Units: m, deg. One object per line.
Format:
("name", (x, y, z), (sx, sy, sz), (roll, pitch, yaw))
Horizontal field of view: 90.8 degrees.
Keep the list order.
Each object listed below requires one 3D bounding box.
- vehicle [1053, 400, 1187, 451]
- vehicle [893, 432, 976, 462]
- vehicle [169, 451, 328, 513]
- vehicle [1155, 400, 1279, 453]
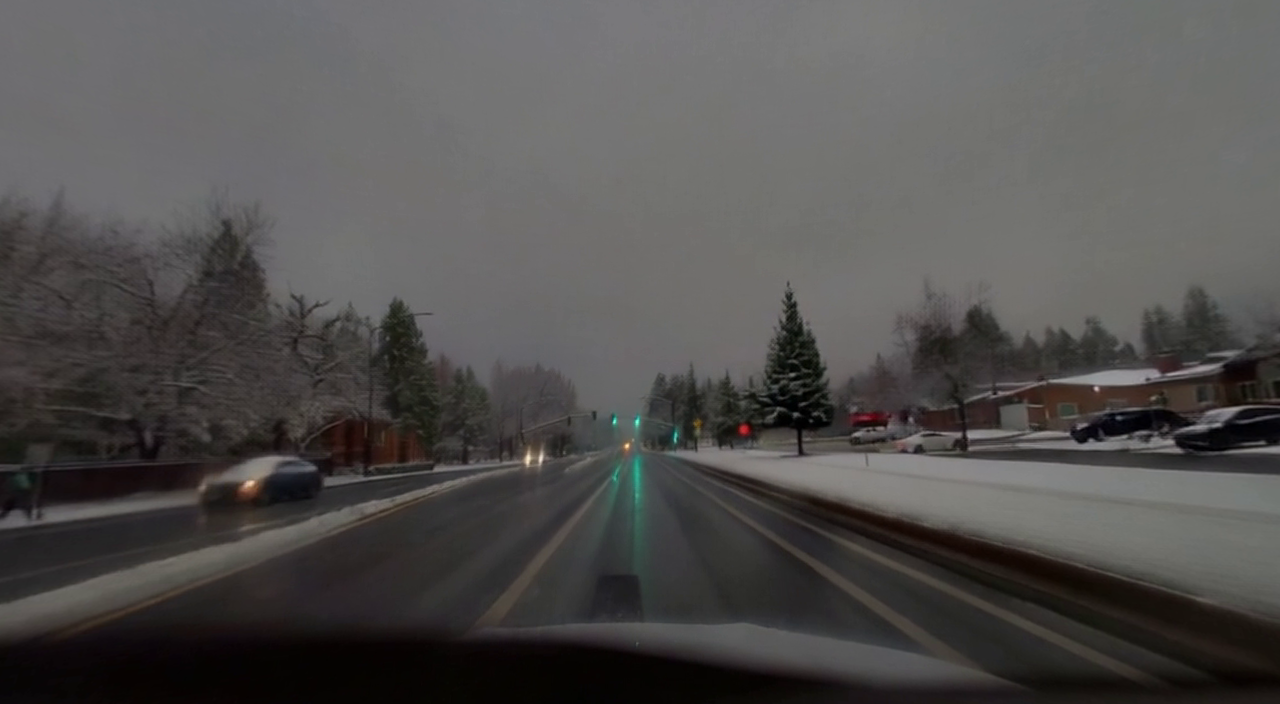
("vehicle", (22.678, 3.511, 29.979), (4.512, 1.837, 2.059), (-6, -8, -2))
("vehicle", (15.505, 5.043, 33.607), (1.882, 1.446, 4.741), (0, -9, -4))
("vehicle", (-11.756, 3.892, 19.381), (1.999, 1.618, 4.217), (-1, -9, 3))
("vehicle", (22.208, 2.733, 23.083), (4.896, 1.839, 1.962), (-1, -8, 2))
